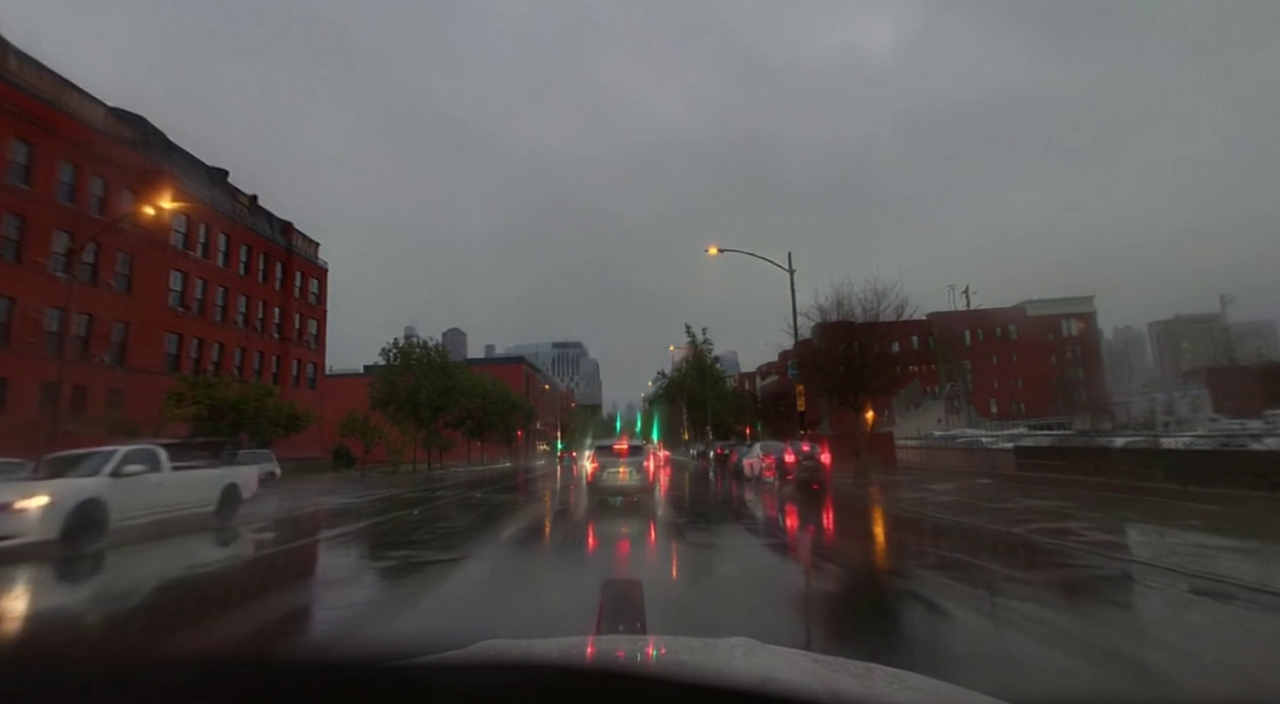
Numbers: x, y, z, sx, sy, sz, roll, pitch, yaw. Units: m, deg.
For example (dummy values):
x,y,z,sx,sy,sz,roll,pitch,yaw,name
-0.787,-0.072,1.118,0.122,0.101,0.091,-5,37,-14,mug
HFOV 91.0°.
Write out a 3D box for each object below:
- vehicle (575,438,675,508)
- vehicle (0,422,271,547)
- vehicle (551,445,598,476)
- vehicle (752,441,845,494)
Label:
x,y,z,sx,sy,sz,roll,pitch,yaw,name
-0.343,3.024,16.177,2.230,1.518,4.113,0,-9,0,vehicle
-9.645,2.399,12.115,2.152,1.890,4.804,0,-9,0,vehicle
-3.483,5.868,34.253,1.972,1.560,4.066,0,-9,2,vehicle
4.960,3.658,20.305,1.832,1.491,4.054,1,-9,-1,vehicle
